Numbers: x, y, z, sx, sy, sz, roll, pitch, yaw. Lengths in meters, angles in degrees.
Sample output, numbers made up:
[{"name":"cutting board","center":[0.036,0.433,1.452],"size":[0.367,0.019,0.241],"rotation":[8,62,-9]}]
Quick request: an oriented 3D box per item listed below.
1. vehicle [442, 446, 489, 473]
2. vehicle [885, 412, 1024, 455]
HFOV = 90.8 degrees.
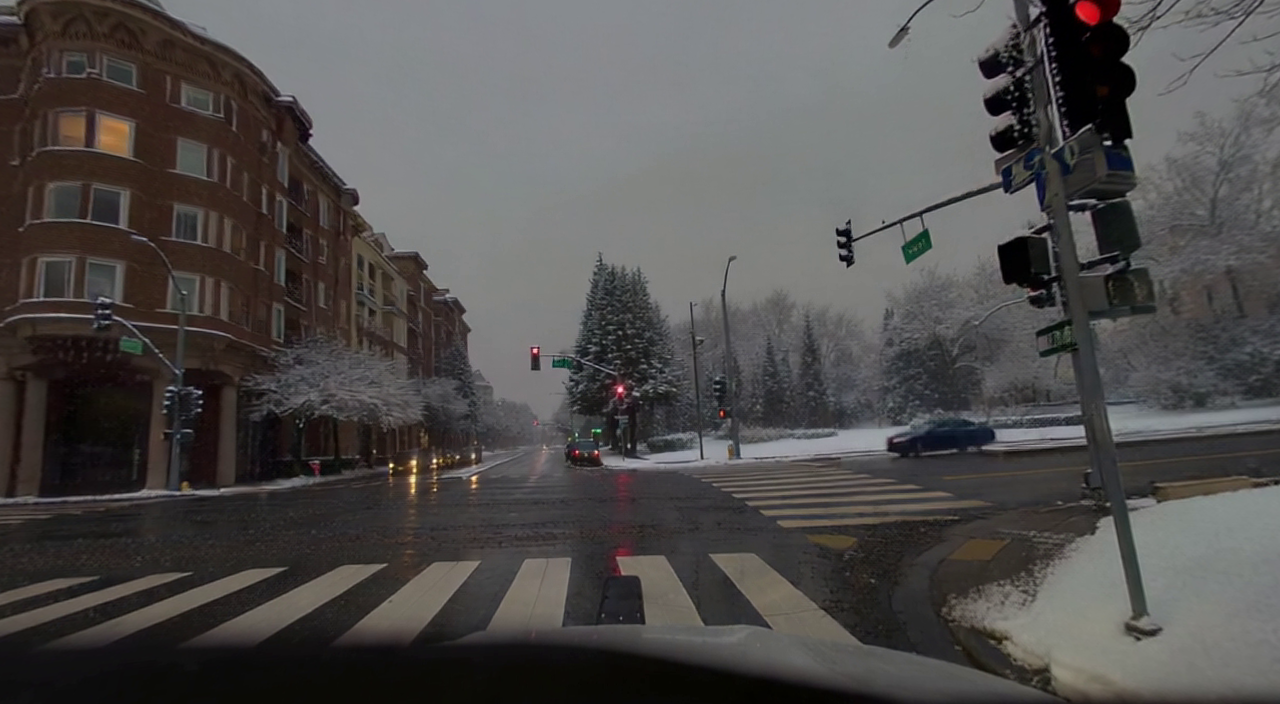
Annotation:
[{"name":"vehicle","center":[-10.454,6.472,38.162],"size":[2.196,1.503,4.371],"rotation":[1,-9,-8]},{"name":"vehicle","center":[12.490,3.279,25.202],"size":[4.626,1.636,2.004],"rotation":[2,-9,-11]}]
